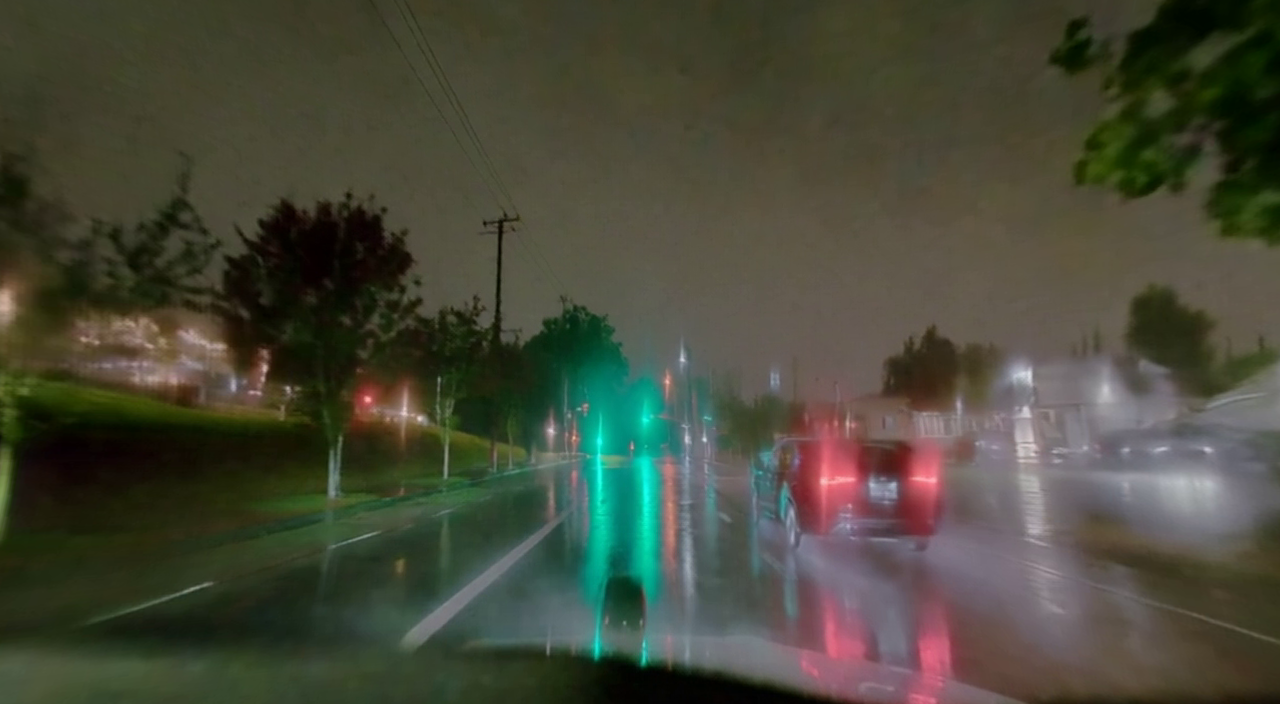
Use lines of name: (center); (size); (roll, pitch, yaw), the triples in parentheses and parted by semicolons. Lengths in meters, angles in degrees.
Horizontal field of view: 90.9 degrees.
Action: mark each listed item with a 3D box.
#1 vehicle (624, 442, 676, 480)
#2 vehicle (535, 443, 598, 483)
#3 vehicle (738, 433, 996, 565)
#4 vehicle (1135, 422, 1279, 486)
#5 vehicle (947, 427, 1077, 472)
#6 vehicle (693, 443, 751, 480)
vehicle: (0.396, 4.657, 27.247); (2.101, 1.467, 4.210); (0, -8, 0)
vehicle: (-2.982, 4.582, 26.403); (2.012, 1.505, 4.205); (0, -8, 2)
vehicle: (2.944, 2.008, 9.470); (2.158, 1.483, 4.415); (0, -8, -1)
vehicle: (20.783, 3.502, 21.956); (2.177, 1.947, 5.935); (0, -8, 0)
vehicle: (16.675, 4.454, 28.718); (2.478, 1.836, 5.409); (0, -9, -2)
vehicle: (3.479, 4.727, 27.486); (1.943, 1.484, 4.030); (0, -8, -1)
